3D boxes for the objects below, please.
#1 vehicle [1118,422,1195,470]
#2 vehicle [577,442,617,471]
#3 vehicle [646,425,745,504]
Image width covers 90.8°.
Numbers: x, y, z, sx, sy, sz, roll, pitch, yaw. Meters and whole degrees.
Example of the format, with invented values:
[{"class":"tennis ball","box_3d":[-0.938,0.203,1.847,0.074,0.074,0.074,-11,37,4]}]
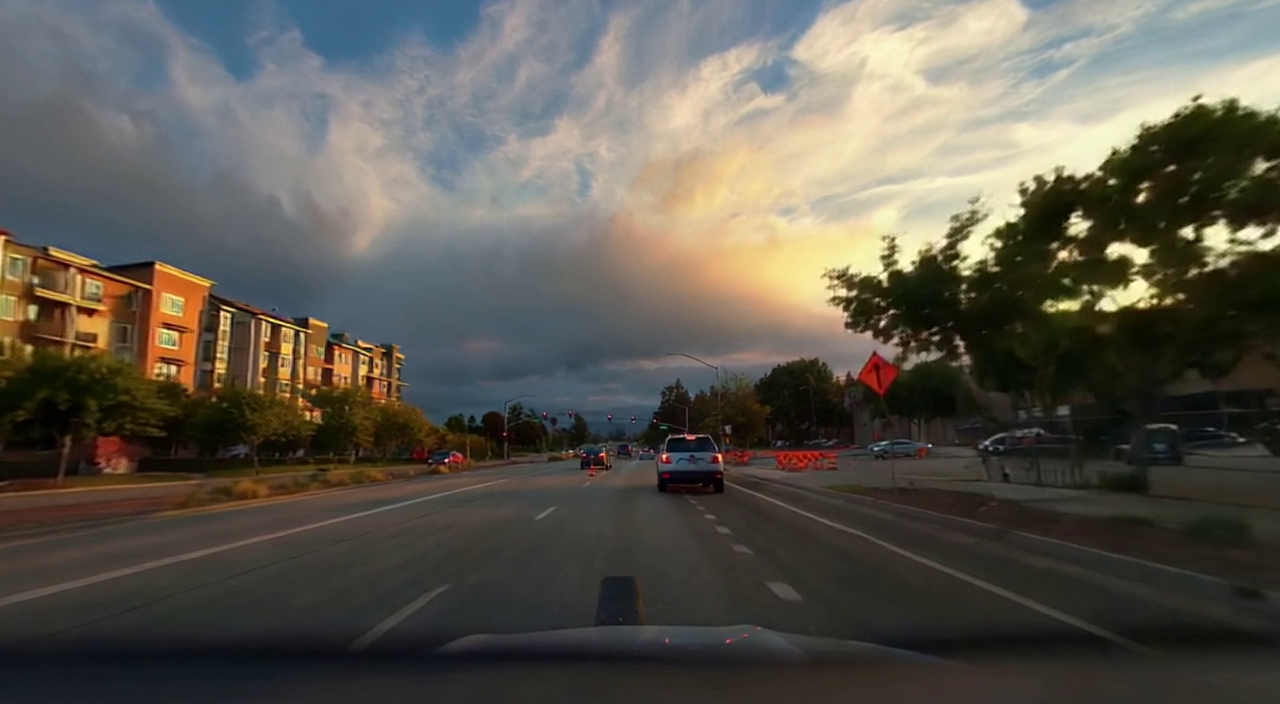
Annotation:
[{"class":"vehicle","box_3d":[20.066,3.645,24.471,1.926,1.680,4.410,-8,-11,42]},{"class":"vehicle","box_3d":[-2.572,6.416,38.923,2.121,1.654,3.993,0,-8,1]},{"class":"vehicle","box_3d":[1.326,2.976,17.145,2.197,1.835,4.316,0,-8,-1]}]
